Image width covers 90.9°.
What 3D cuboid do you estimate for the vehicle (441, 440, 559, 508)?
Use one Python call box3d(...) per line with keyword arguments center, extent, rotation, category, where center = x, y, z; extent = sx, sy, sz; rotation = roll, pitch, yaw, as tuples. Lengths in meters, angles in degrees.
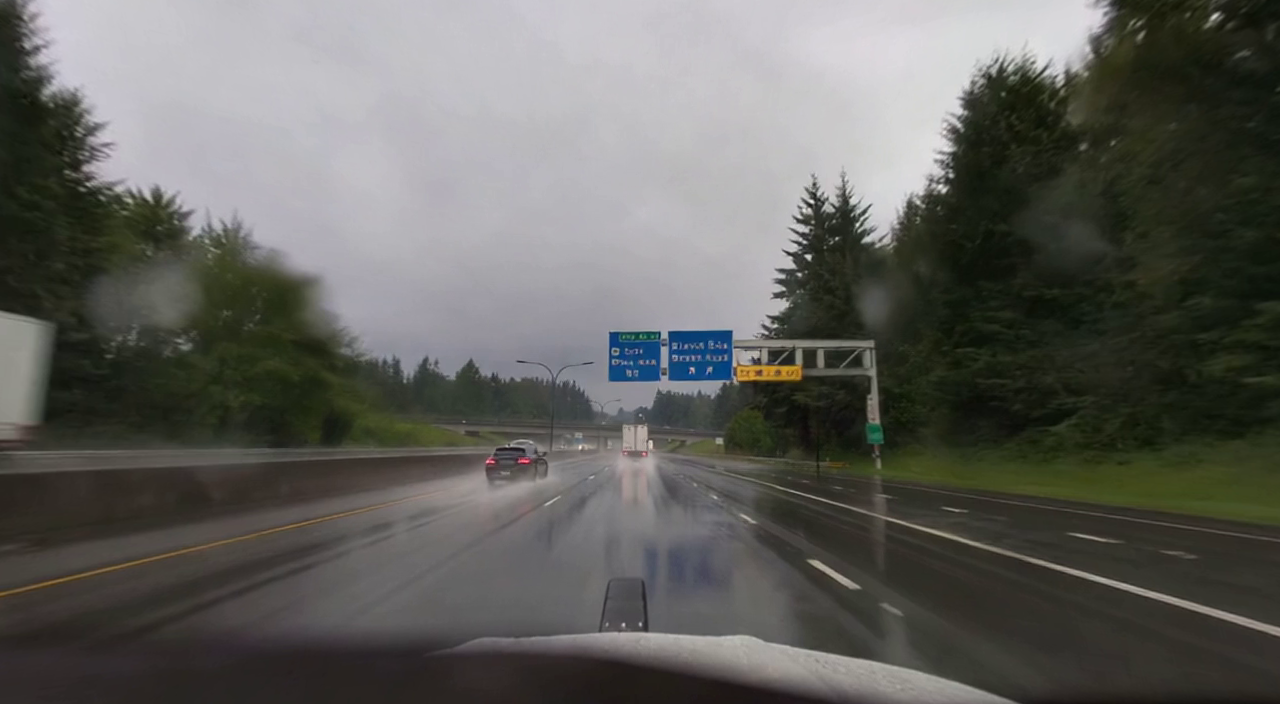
box3d(center=(-3.478, 3.126, 16.644), extent=(2.042, 1.526, 4.516), rotation=(0, -9, 0), category="vehicle")
